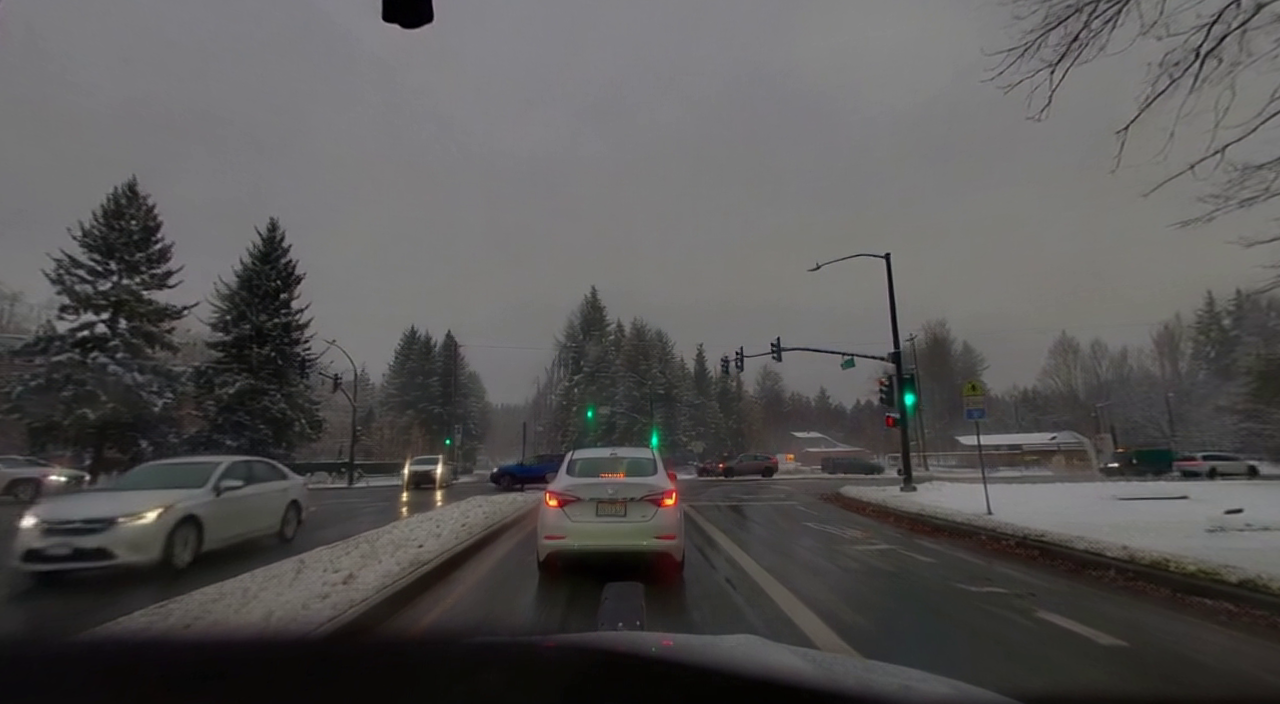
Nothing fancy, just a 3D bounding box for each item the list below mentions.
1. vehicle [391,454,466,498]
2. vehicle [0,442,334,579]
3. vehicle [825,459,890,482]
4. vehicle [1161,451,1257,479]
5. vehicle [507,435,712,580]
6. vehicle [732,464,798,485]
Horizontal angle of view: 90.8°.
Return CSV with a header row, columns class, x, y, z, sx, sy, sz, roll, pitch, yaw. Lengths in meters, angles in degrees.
class,x,y,z,sx,sy,sz,roll,pitch,yaw
vehicle,-8.399,4.918,25.551,2.078,1.534,4.646,1,-9,-9
vehicle,-6.437,2.063,9.174,2.073,1.459,4.495,1,-9,-5
vehicle,16.518,8.998,48.085,4.337,1.637,1.860,2,-9,-16
vehicle,32.658,6.479,36.266,4.601,1.485,1.929,3,-9,-18
vehicle,-0.347,1.926,8.706,2.112,1.479,4.264,0,-9,-1
vehicle,9.085,8.908,46.070,4.254,1.359,1.895,2,-9,-16
